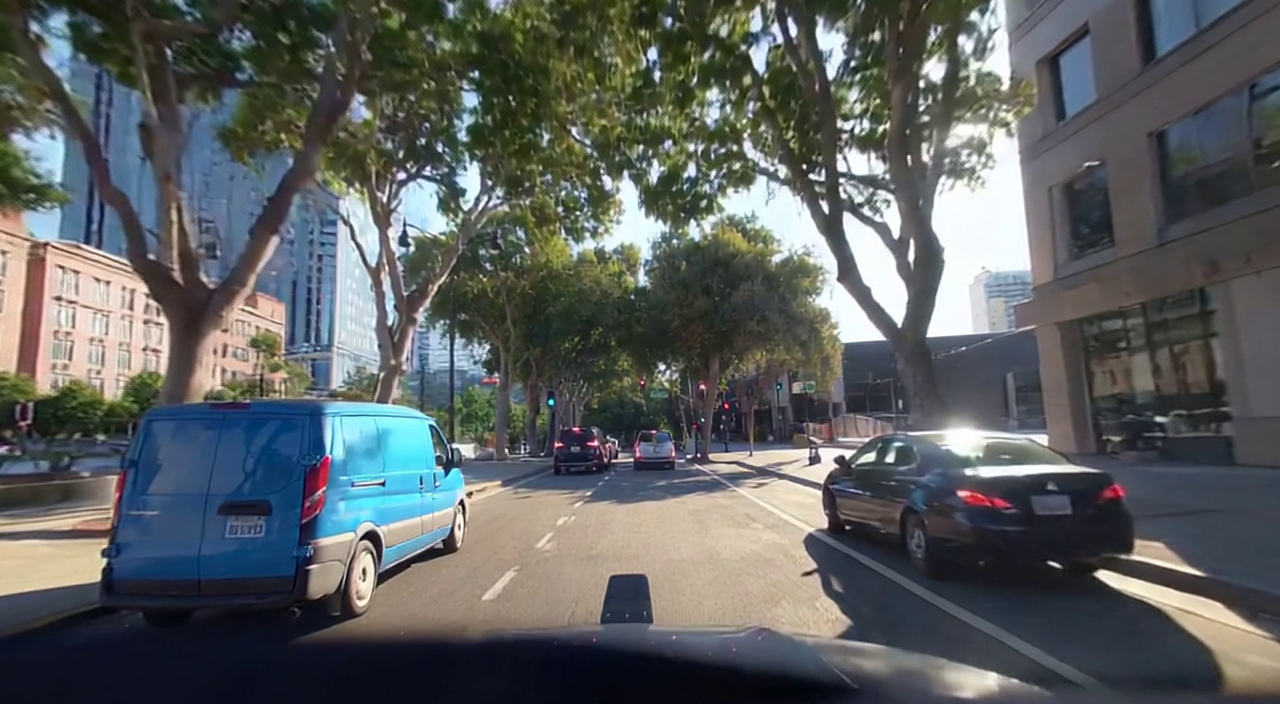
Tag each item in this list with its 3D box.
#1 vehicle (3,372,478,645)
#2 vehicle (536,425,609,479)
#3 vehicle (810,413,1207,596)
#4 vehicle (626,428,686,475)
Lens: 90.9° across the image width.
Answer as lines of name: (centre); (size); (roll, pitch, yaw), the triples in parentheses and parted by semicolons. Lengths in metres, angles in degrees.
vehicle: (-3.046, 1.259, 5.992); (1.940, 1.722, 3.823); (-1, -8, 1)
vehicle: (-2.386, 3.712, 23.661); (2.124, 1.799, 4.587); (-1, -8, 2)
vehicle: (3.611, 1.558, 7.419); (2.067, 1.479, 4.409); (-1, -8, 1)
vehicle: (0.646, 3.995, 25.502); (2.205, 1.727, 3.917); (-1, -8, 2)
